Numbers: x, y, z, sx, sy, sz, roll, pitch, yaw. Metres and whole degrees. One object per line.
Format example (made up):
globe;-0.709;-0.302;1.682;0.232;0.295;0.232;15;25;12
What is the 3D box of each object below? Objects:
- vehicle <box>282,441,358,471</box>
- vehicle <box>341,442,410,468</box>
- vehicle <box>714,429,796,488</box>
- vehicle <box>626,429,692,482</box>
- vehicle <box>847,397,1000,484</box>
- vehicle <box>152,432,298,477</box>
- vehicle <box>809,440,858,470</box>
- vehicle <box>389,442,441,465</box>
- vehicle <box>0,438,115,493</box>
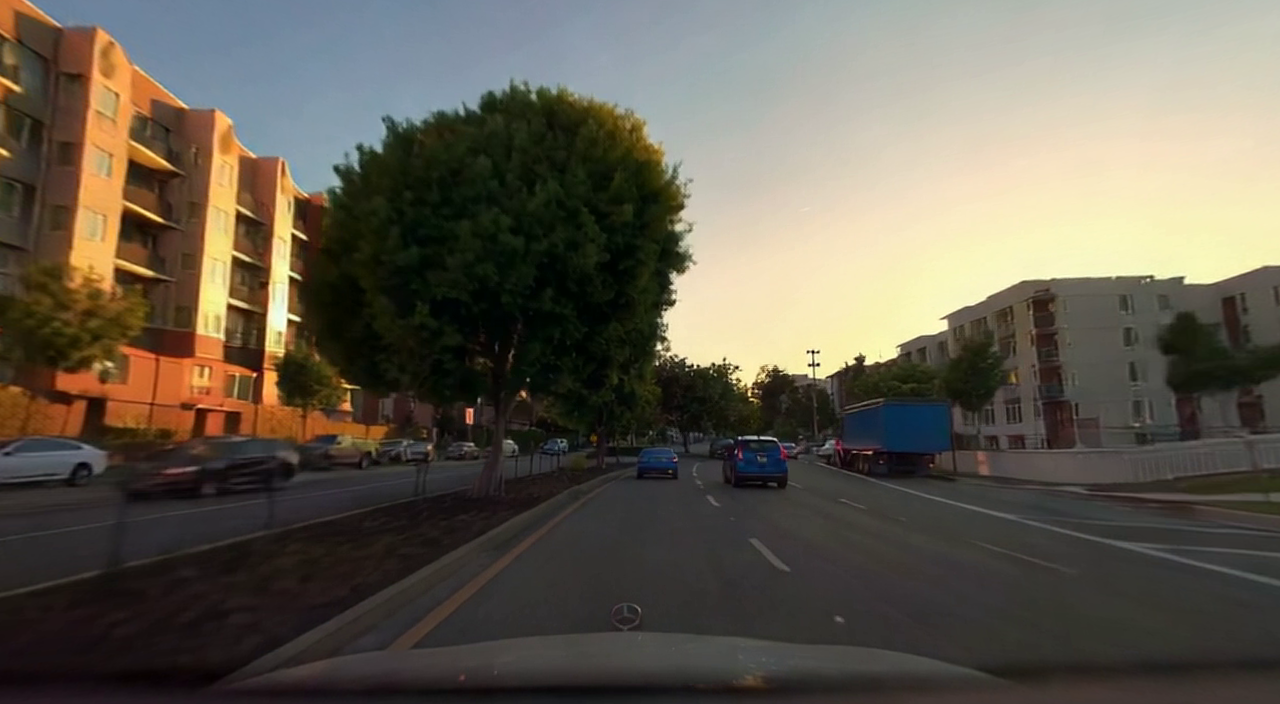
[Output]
vehicle;-17.758;5.816;35.315;1.845;1.512;4.316;-2;-10;3
vehicle;-17.148;6.727;41.265;1.951;1.513;5.107;-3;-10;4
vehicle;3.816;3.646;21.833;2.033;1.823;4.409;0;-9;0
vehicle;0.822;4.066;25.045;2.345;1.841;5.032;0;-9;3
vehicle;11.707;3.825;27.077;3.705;3.221;6.779;0;-9;3
vehicle;-18.245;4.658;28.272;2.272;1.746;5.914;-1;-11;3
vehicle;12.414;6.601;40.859;2.080;1.744;4.889;0;-8;6
vehicle;-16.768;7.627;47.310;1.849;1.455;4.606;-2;-11;5
vehicle;-18.401;3.311;18.281;2.008;1.487;5.078;-2;-10;1
